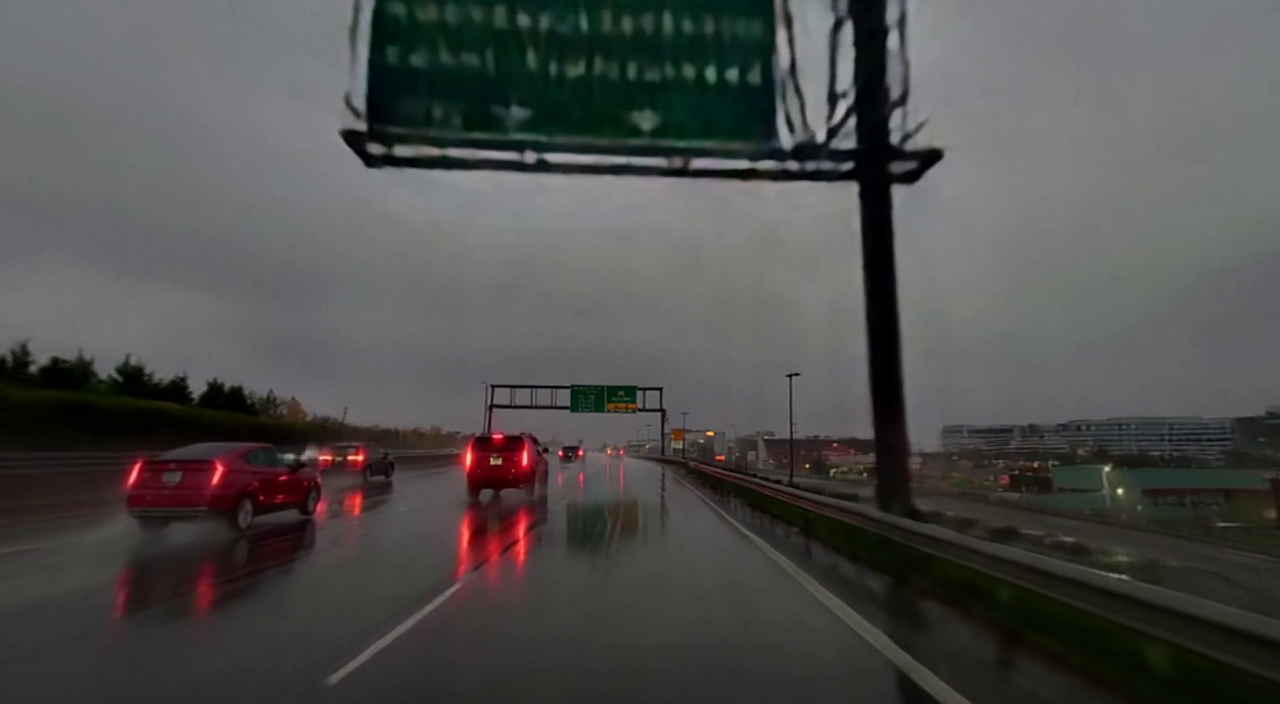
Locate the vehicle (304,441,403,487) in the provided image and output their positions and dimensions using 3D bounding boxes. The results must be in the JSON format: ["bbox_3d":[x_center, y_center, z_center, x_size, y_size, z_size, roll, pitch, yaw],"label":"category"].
[{"bbox_3d":[-11.436,4.470,25.564,1.919,1.665,4.394,0,-8,0],"label":"vehicle"}]

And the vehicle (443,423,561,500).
[{"bbox_3d":[-3.943,3.248,19.119,2.301,1.985,5.247,0,-8,1],"label":"vehicle"}]

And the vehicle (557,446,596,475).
[{"bbox_3d":[-3.771,6.462,37.824,1.955,1.614,3.817,0,-8,0],"label":"vehicle"}]

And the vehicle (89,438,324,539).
[{"bbox_3d":[-7.452,2.330,11.322,1.796,1.509,3.393,0,-8,0],"label":"vehicle"}]
